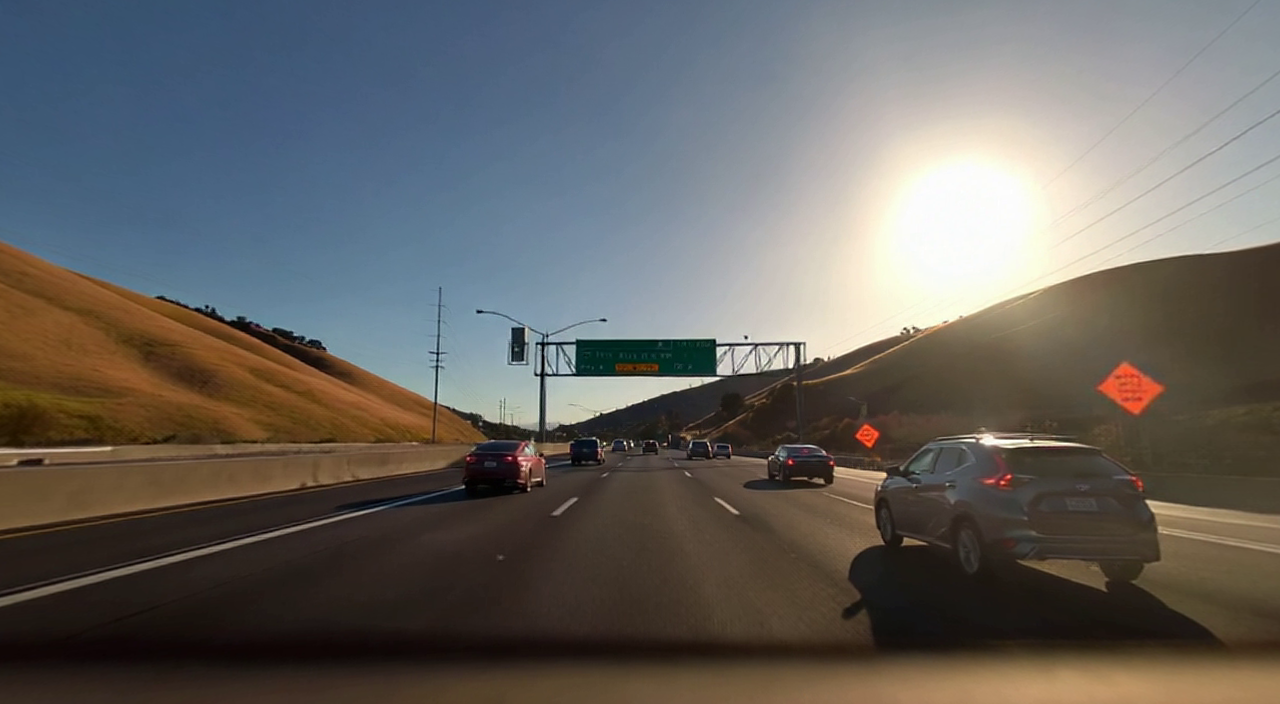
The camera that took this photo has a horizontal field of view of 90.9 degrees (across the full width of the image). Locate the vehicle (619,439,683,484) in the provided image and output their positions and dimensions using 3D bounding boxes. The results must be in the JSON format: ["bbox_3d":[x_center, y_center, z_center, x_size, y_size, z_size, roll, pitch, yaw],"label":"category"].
[{"bbox_3d":[0.374,3.992,23.320,2.138,1.473,4.392,0,-8,0],"label":"vehicle"}]

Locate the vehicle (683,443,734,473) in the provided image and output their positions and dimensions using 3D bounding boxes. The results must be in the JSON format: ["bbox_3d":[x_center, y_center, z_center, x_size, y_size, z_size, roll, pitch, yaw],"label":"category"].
[{"bbox_3d":[3.530,5.531,33.202,2.177,1.453,4.205,0,-8,0],"label":"vehicle"}]

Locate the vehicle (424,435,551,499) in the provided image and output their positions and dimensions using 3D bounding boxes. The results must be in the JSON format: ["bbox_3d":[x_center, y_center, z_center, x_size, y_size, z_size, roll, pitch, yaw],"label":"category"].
[{"bbox_3d":[-3.806,2.965,16.631,2.232,1.438,4.163,0,-8,1],"label":"vehicle"}]

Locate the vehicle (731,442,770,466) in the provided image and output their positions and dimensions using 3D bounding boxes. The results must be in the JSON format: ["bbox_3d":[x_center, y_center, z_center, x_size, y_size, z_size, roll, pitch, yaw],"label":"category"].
[{"bbox_3d":[8.173,7.607,47.131,2.042,1.684,4.609,0,-8,0],"label":"vehicle"}]

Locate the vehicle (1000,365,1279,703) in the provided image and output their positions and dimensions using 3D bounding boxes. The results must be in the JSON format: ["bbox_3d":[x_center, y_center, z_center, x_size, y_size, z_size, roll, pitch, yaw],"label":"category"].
[{"bbox_3d":[3.864,0.864,2.595,2.018,1.670,4.658,0,-8,1],"label":"vehicle"}]

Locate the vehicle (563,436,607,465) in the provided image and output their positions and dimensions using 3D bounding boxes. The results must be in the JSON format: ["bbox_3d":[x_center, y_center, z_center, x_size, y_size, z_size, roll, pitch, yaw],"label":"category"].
[{"bbox_3d":[-3.289,6.019,38.714,2.234,1.675,4.527,0,-8,1],"label":"vehicle"}]

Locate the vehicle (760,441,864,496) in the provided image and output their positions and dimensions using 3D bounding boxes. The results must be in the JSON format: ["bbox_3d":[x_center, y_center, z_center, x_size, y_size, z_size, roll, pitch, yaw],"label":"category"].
[{"bbox_3d":[5.076,3.481,19.238,1.867,1.465,4.093,0,-8,-2],"label":"vehicle"}]
